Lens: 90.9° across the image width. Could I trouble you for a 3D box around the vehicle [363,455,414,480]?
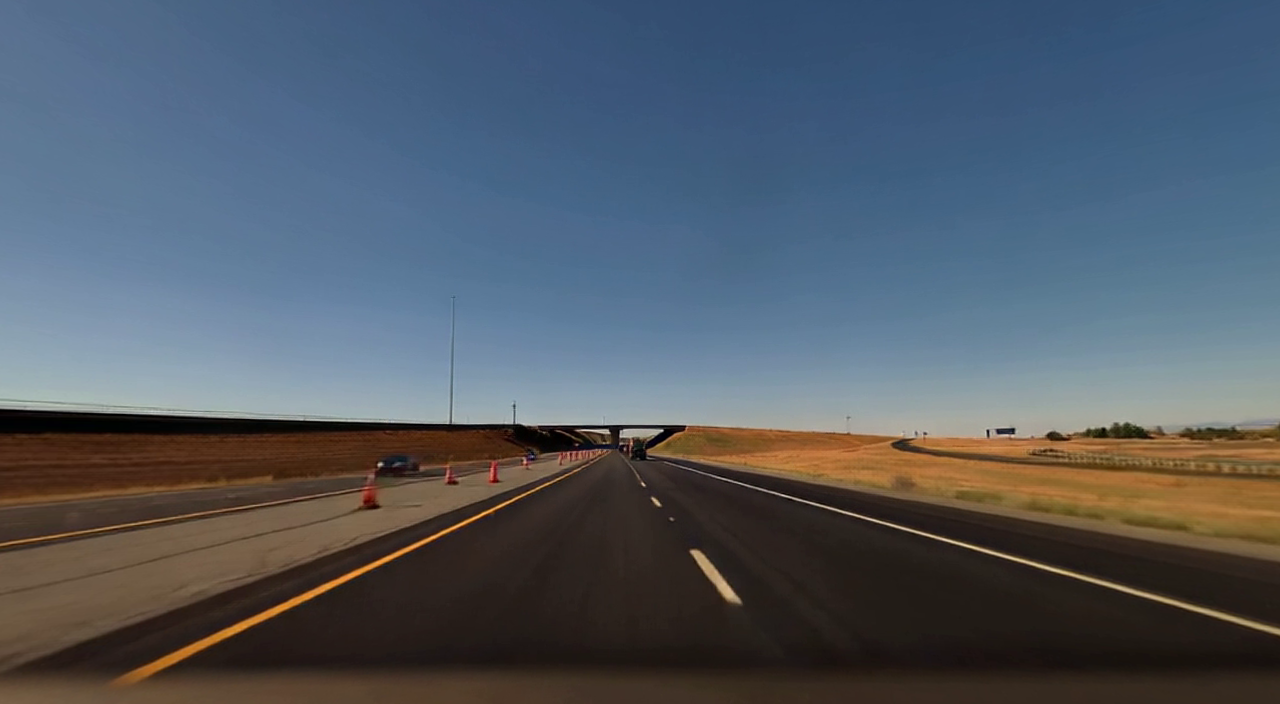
[{"bbox_3d":[-16.227,7.455,40.871,1.753,1.445,3.967,0,-9,-2],"label":"vehicle"}]
